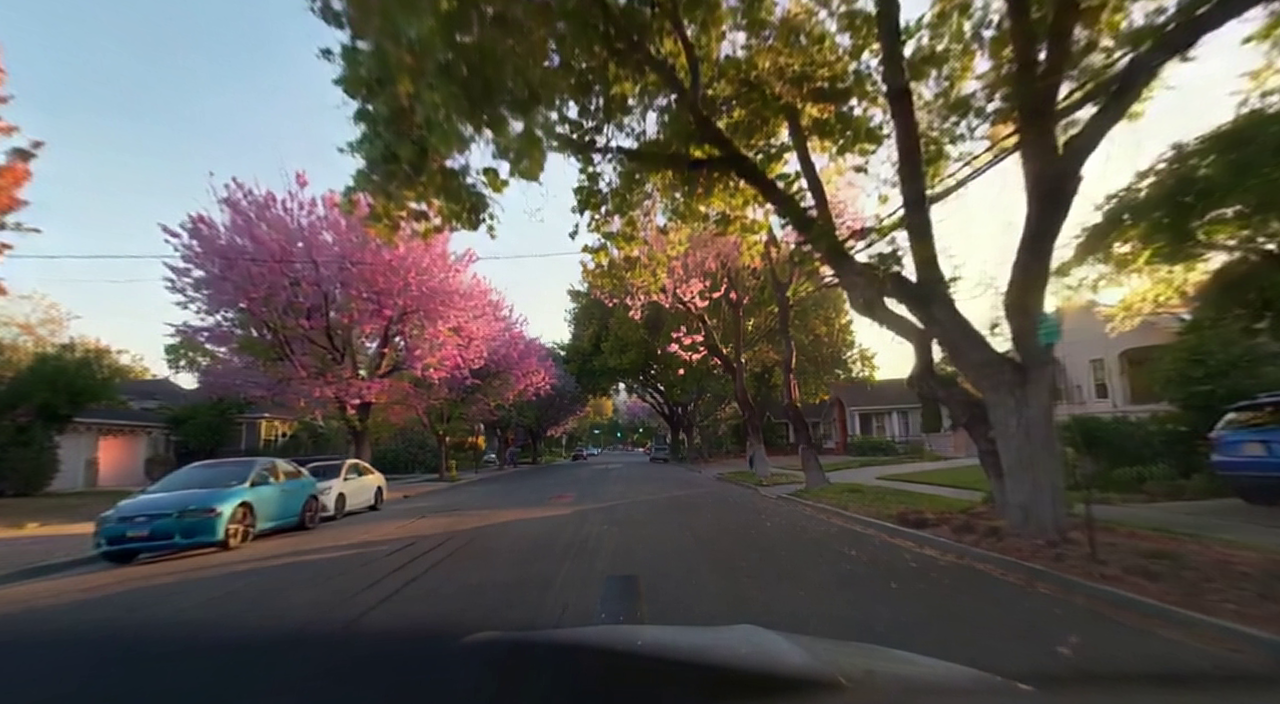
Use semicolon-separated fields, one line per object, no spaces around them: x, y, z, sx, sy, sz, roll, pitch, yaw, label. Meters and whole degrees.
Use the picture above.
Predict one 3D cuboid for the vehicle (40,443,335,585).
-6.402;2.230;9.682;1.874;1.497;4.233;-2;-7;-8;vehicle
